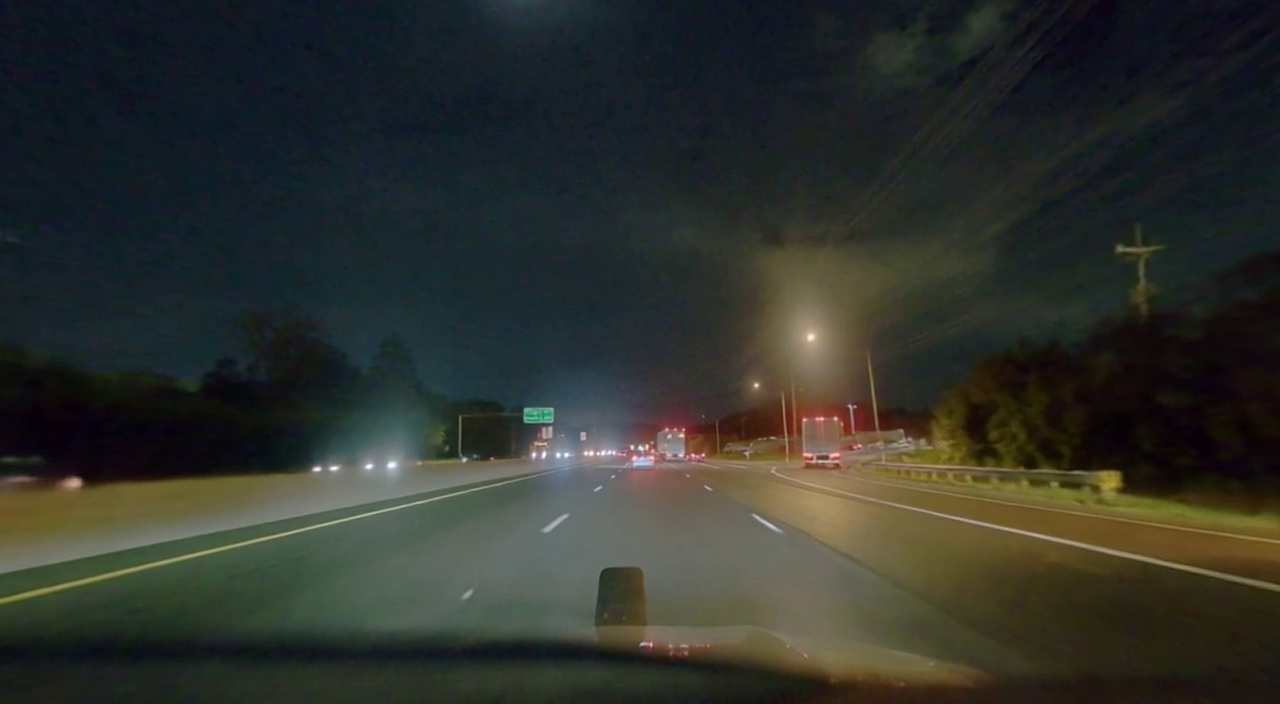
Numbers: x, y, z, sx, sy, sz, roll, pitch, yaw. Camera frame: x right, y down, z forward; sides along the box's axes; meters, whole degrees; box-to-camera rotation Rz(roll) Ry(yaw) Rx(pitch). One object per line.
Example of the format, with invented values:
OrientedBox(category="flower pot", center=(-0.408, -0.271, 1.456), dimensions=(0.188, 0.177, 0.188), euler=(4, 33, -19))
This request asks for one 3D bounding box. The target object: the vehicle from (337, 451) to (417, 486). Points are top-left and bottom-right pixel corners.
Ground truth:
OrientedBox(category="vehicle", center=(-11.909, 5.267, 28.809), dimensions=(1.801, 1.424, 4.135), euler=(0, -9, 1))

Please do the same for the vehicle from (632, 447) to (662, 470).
OrientedBox(category="vehicle", center=(0.488, 7.738, 45.883), dimensions=(2.111, 1.599, 3.859), euler=(0, -9, 0))
